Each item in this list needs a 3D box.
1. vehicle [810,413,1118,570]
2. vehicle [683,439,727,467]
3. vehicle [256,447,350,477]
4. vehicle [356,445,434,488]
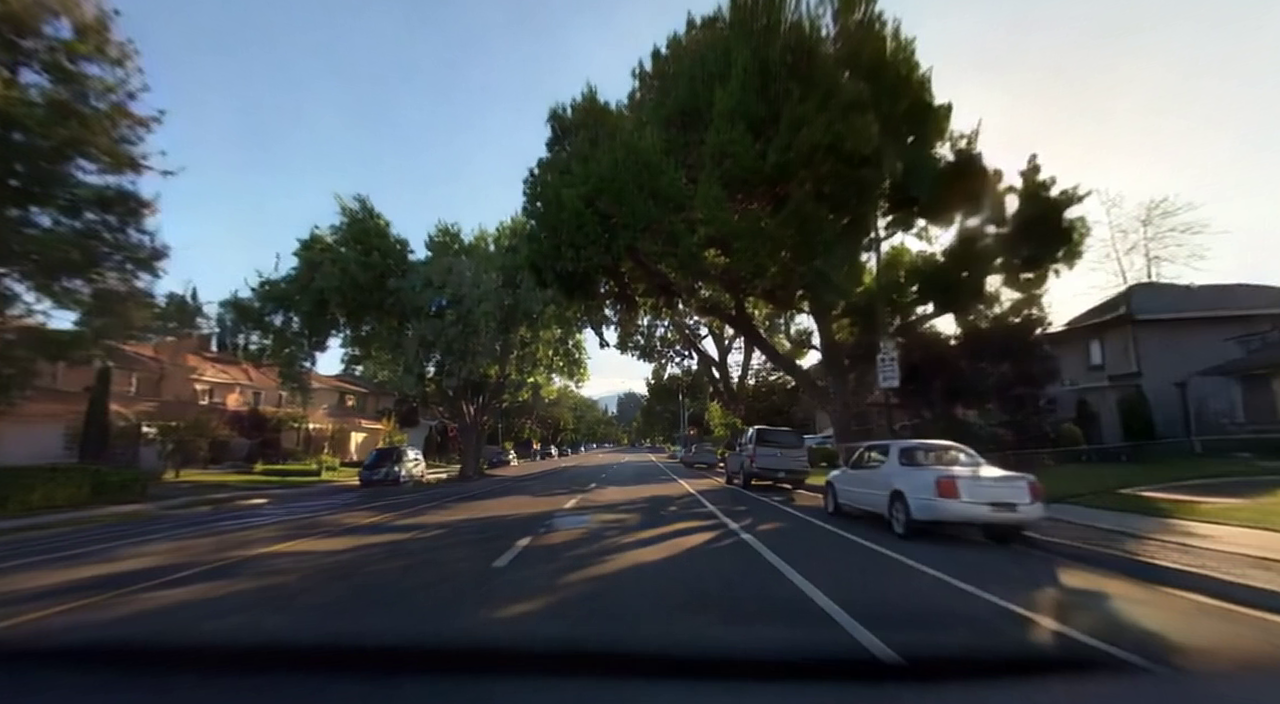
[{"bbox_3d":[4.055,1.812,8.986,2.007,1.657,4.362,0,-9,-1],"label":"vehicle"},{"bbox_3d":[3.924,6.170,38.811,1.999,1.615,4.513,0,-9,-3],"label":"vehicle"},{"bbox_3d":[-19.956,6.507,37.543,4.359,1.727,2.029,0,-9,-2],"label":"vehicle"},{"bbox_3d":[-10.976,5.154,28.636,1.964,1.667,4.217,-3,-10,-1],"label":"vehicle"}]
